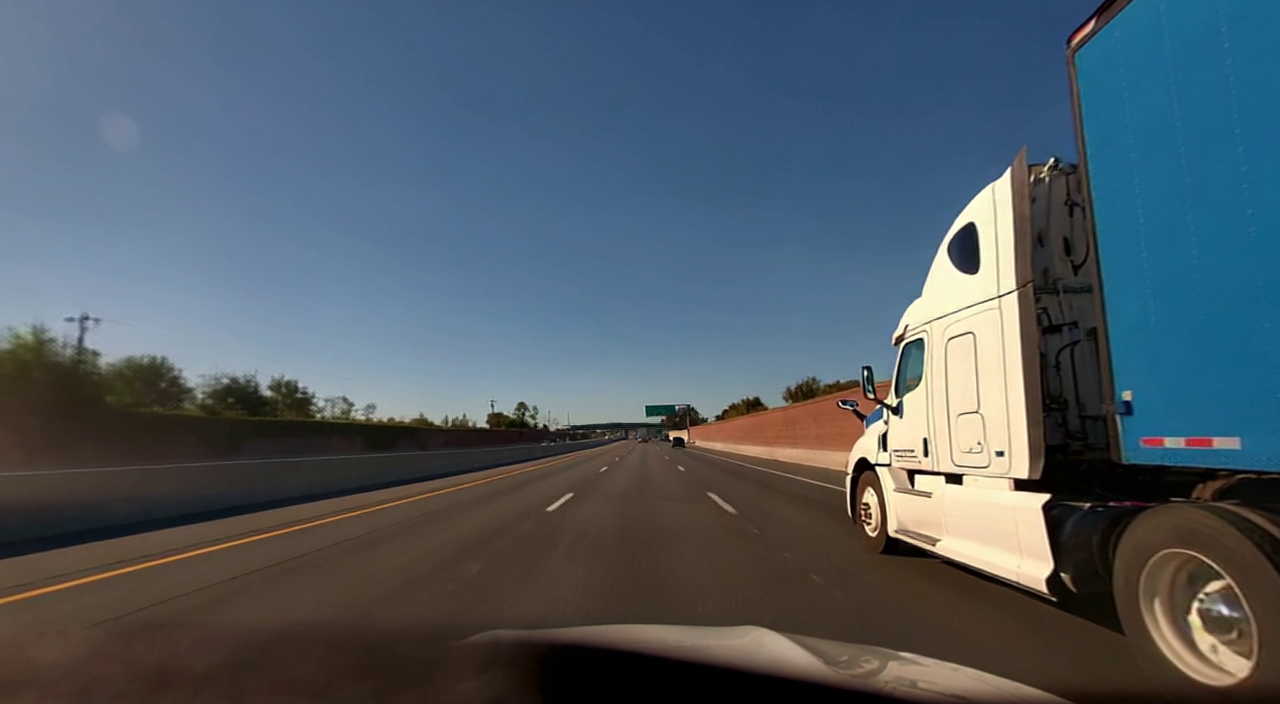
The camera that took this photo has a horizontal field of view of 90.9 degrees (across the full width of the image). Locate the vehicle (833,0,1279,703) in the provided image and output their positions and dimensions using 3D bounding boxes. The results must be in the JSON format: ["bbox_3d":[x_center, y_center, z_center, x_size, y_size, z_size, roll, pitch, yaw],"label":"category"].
[{"bbox_3d":[3.621,-0.224,2.102,3.012,3.768,8.945,0,-8,0],"label":"vehicle"}]
